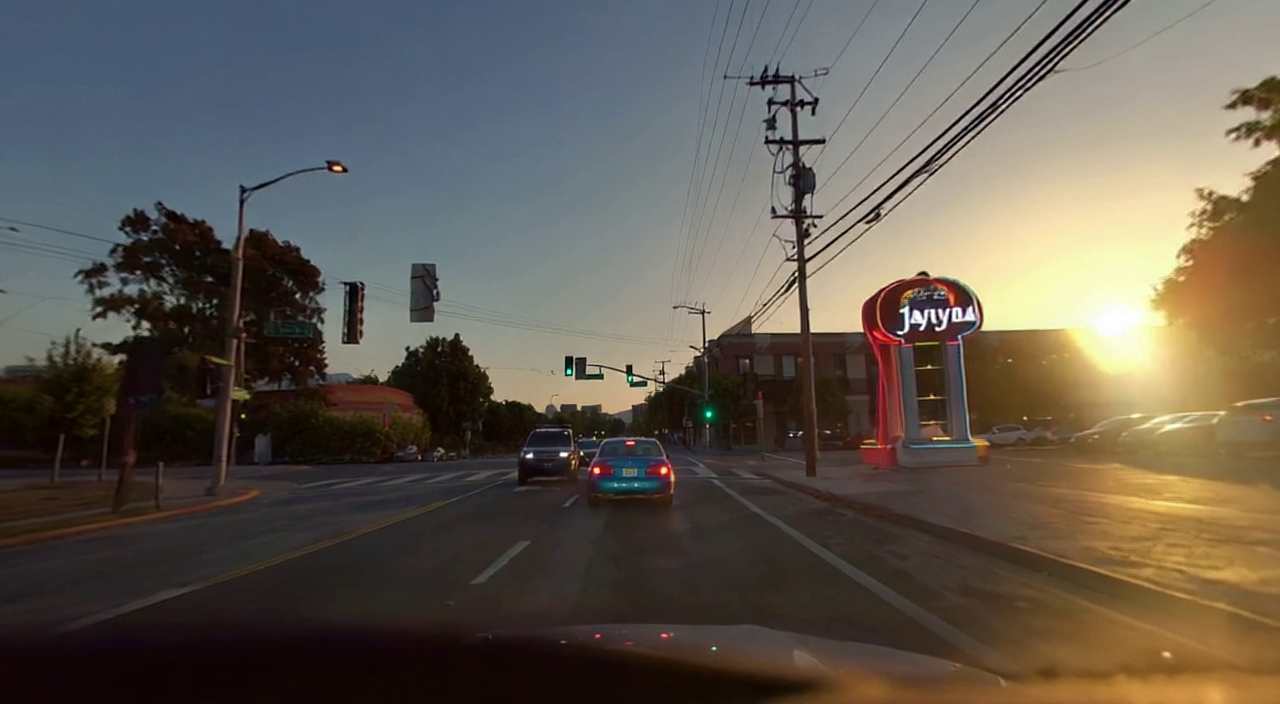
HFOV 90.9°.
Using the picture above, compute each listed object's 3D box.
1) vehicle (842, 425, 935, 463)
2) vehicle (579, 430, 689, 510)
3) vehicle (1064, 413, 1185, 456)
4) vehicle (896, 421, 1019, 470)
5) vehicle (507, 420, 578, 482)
[{"bbox_3d":[10.547,3.951,27.165,1.842,1.471,4.481,1,-8,-6],"label":"vehicle"},{"bbox_3d":[-0.183,2.527,14.010,2.070,1.481,4.216,0,-8,-2],"label":"vehicle"},{"bbox_3d":[18.612,3.184,24.188,4.446,1.511,1.977,4,-10,-29],"label":"vehicle"},{"bbox_3d":[10.418,3.126,21.109,1.888,1.455,4.268,0,-8,0],"label":"vehicle"},{"bbox_3d":[-3.175,3.314,21.382,2.106,1.852,4.512,1,-8,-6],"label":"vehicle"}]
